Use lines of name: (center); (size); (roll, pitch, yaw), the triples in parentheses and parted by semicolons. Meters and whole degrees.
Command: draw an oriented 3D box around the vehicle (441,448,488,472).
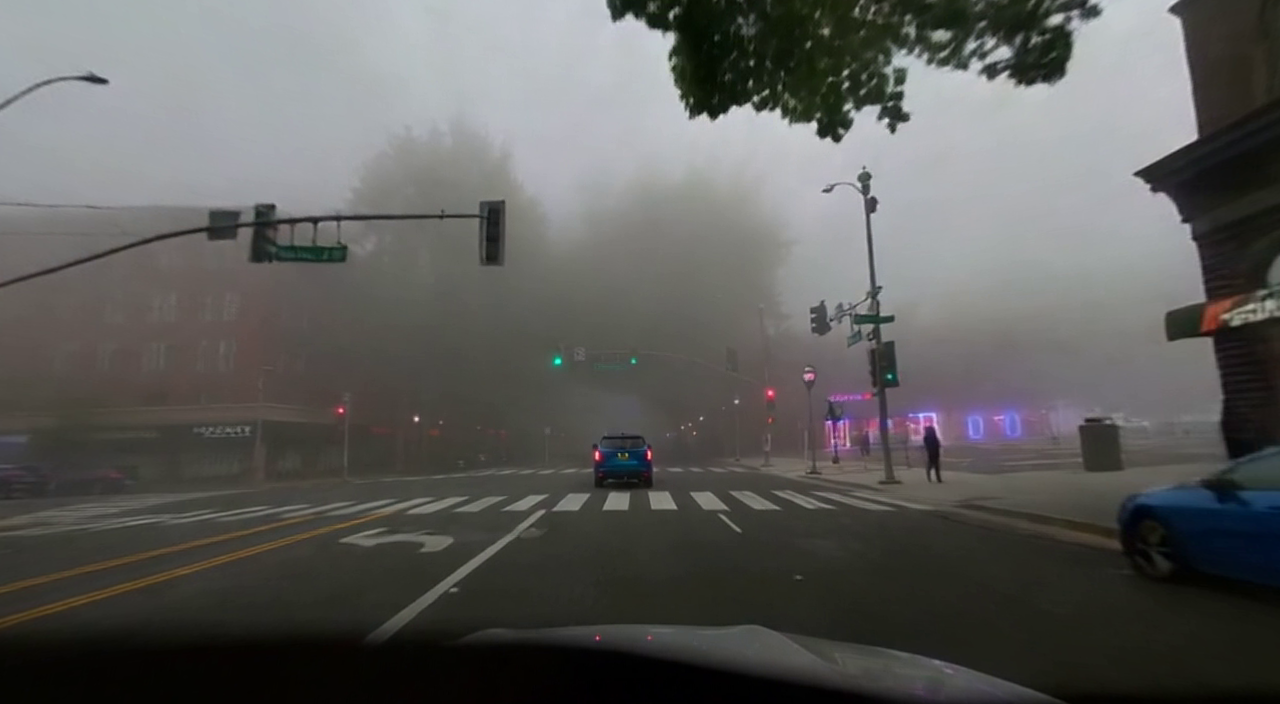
vehicle: (-11.932, 7.355, 43.147); (1.972, 1.475, 4.381); (0, -8, 0)

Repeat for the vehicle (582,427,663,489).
vehicle: (-0.549, 3.465, 20.902); (2.382, 1.796, 4.610); (0, -8, -1)

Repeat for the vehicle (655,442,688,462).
vehicle: (2.343, 7.687, 48.695); (2.209, 1.478, 4.138); (0, -8, -2)

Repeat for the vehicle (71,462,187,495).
vehicle: (-26.139, 6.467, 32.398); (4.317, 1.524, 1.809); (0, -8, -1)

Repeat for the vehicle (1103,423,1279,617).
vehicle: (6.052, 1.272, 4.653); (1.986, 1.515, 4.265); (0, -8, -1)

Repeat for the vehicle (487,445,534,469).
vehicle: (-8.470, 6.904, 41.732); (2.152, 1.468, 4.737); (0, -8, 0)
